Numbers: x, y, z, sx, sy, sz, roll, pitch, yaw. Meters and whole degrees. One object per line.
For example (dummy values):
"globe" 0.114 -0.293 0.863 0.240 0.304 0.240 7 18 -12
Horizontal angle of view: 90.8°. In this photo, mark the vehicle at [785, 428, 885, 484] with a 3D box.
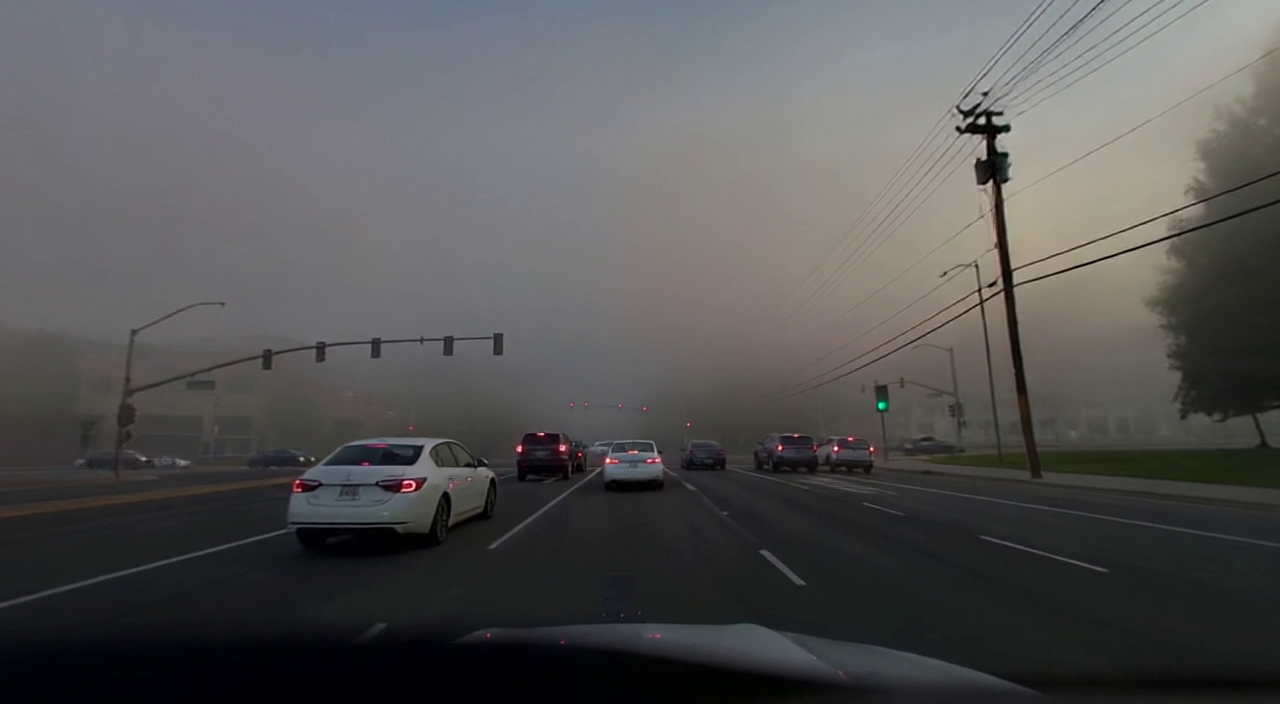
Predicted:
"vehicle" 6.459 3.496 21.470 1.945 1.706 4.190 0 -8 -2

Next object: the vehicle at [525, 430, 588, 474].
"vehicle" -3.417 4.195 26.646 2.033 1.714 4.278 0 -8 0

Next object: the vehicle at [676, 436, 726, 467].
"vehicle" 3.094 5.158 32.910 1.987 1.515 4.521 0 -8 -2

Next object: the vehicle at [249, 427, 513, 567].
"vehicle" -3.191 1.864 8.909 1.837 1.463 4.311 0 -8 1

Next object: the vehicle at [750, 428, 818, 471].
"vehicle" 7.226 4.974 32.426 2.156 1.982 5.358 0 -8 -1

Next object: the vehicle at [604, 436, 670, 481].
"vehicle" -0.130 3.686 22.160 2.098 1.431 3.958 0 -8 -1
